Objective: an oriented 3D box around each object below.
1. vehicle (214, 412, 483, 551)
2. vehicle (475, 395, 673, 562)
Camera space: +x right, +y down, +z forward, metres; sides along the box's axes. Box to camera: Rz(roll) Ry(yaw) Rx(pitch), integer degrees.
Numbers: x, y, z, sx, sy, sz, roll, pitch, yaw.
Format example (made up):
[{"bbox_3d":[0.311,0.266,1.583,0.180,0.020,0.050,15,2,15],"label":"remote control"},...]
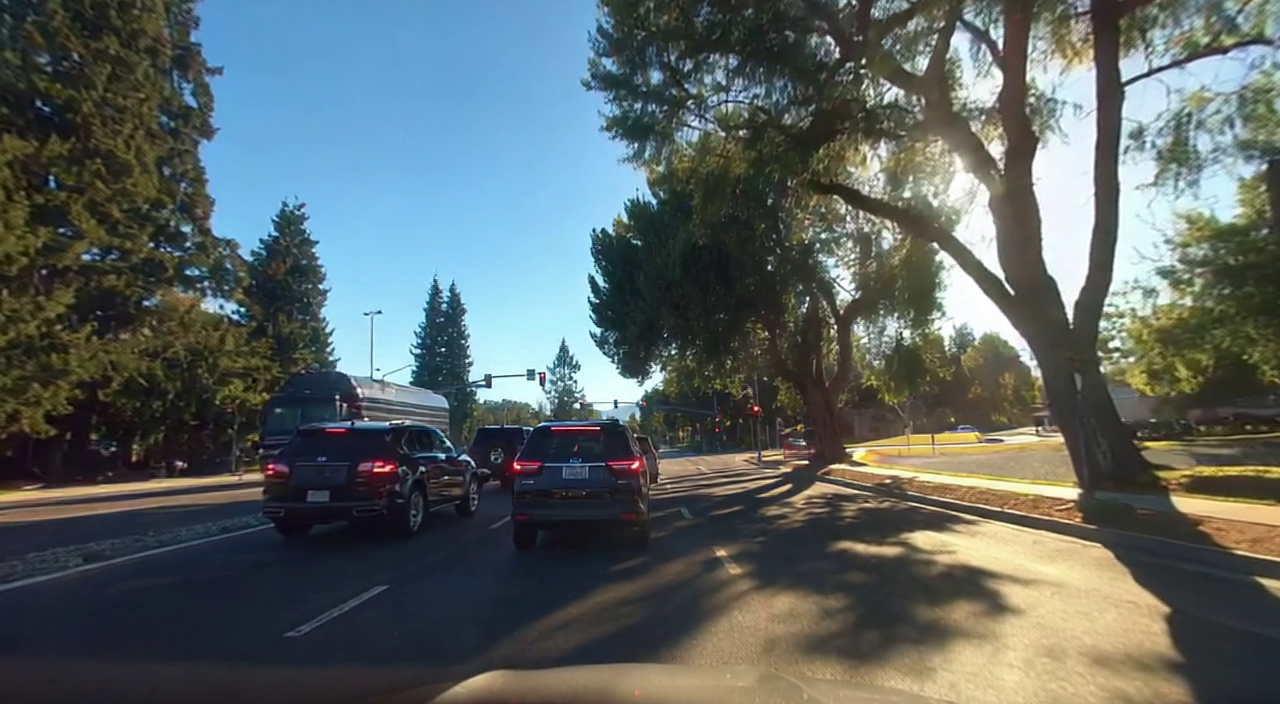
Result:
[{"bbox_3d":[-4.112,1.896,9.962,2.009,1.673,4.454,0,-8,2],"label":"vehicle"},{"bbox_3d":[-0.654,1.727,9.411,2.131,1.793,5.016,0,-8,1],"label":"vehicle"}]
